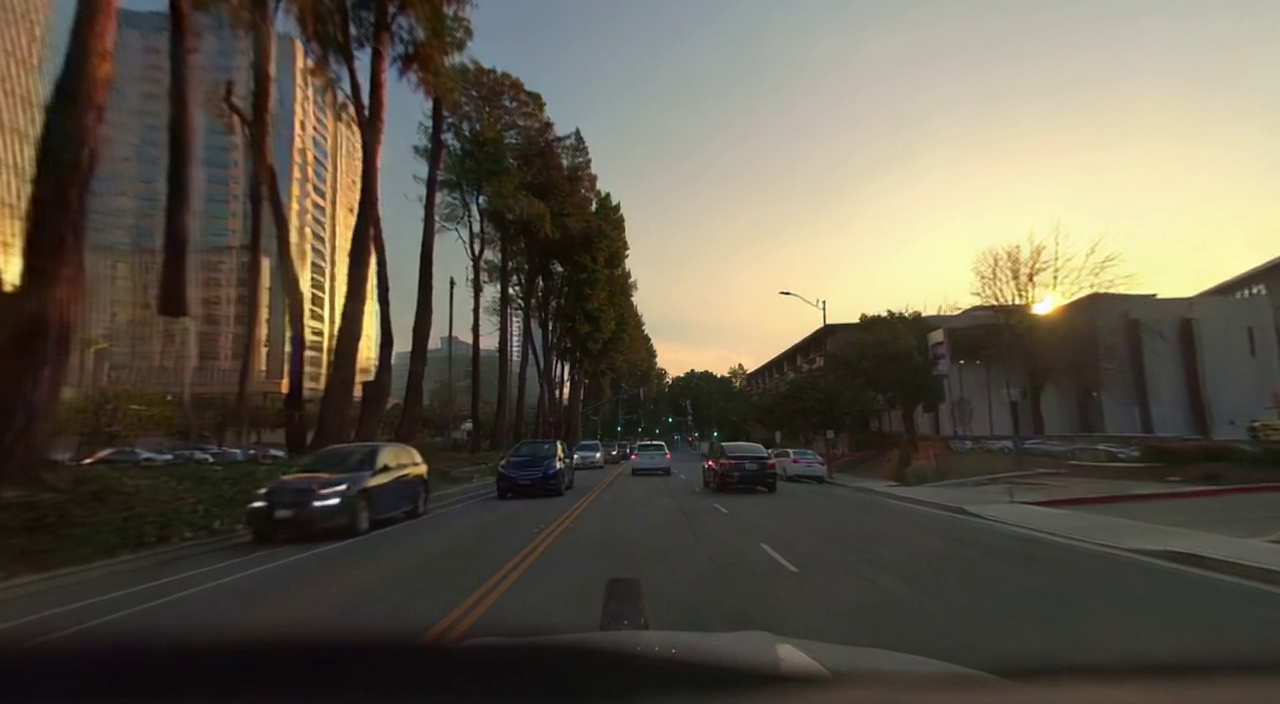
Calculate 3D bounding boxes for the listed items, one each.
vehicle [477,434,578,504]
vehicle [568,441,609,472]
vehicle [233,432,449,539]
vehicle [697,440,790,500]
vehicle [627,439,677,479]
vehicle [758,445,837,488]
[{"bbox_3d":[-3.026,3.254,17.958,2.065,1.708,4.311,0,-9,0],"label":"vehicle"},{"bbox_3d":[-3.104,6.365,38.610,2.041,1.788,4.527,0,-9,1],"label":"vehicle"},{"bbox_3d":[-5.748,2.606,13.023,2.132,1.769,4.760,0,-9,0],"label":"vehicle"},{"bbox_3d":[2.873,3.382,18.443,1.991,1.536,4.116,0,-9,-1],"label":"vehicle"},{"bbox_3d":[0.484,4.813,28.575,2.105,1.653,3.887,0,-9,0],"label":"vehicle"},{"bbox_3d":[5.956,4.364,24.426,1.885,1.467,4.546,0,-9,0],"label":"vehicle"}]
